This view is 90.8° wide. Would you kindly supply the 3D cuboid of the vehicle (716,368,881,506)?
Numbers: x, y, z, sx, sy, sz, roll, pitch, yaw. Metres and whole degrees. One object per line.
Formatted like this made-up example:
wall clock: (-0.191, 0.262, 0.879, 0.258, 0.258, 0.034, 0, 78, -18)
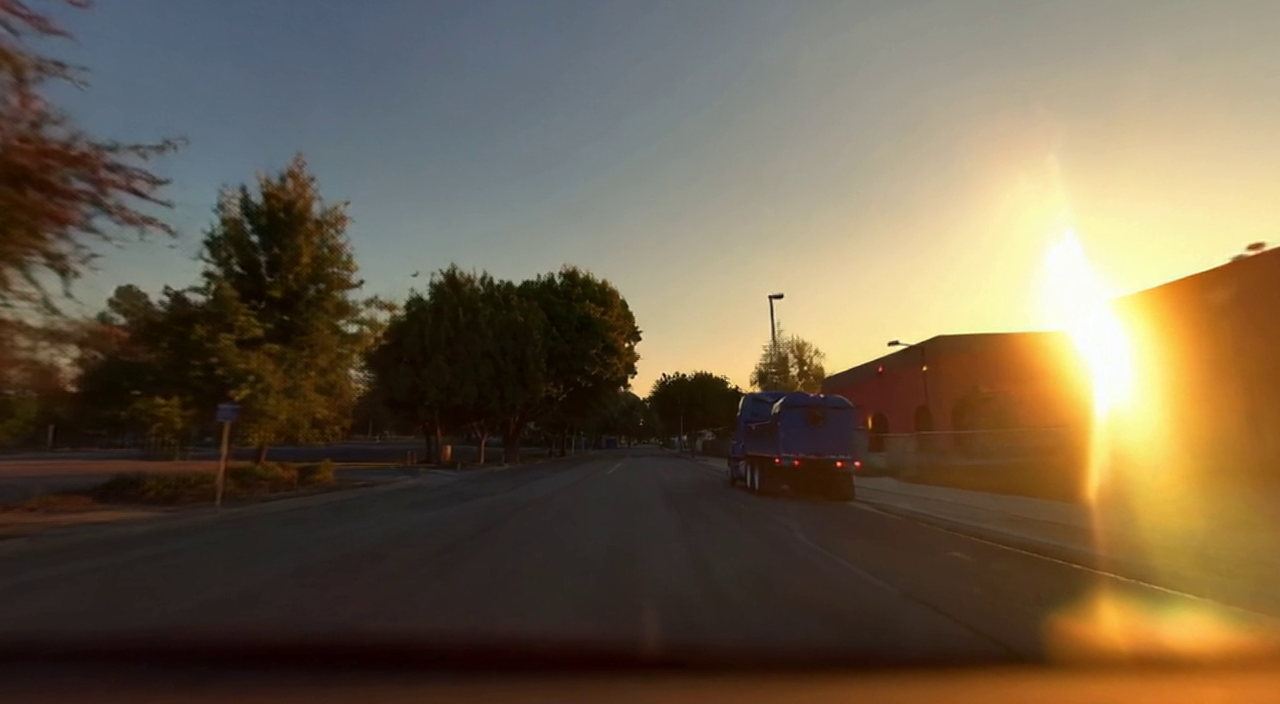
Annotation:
vehicle: (4.178, 2.479, 18.353, 3.019, 3.303, 6.252, 0, -8, -1)
